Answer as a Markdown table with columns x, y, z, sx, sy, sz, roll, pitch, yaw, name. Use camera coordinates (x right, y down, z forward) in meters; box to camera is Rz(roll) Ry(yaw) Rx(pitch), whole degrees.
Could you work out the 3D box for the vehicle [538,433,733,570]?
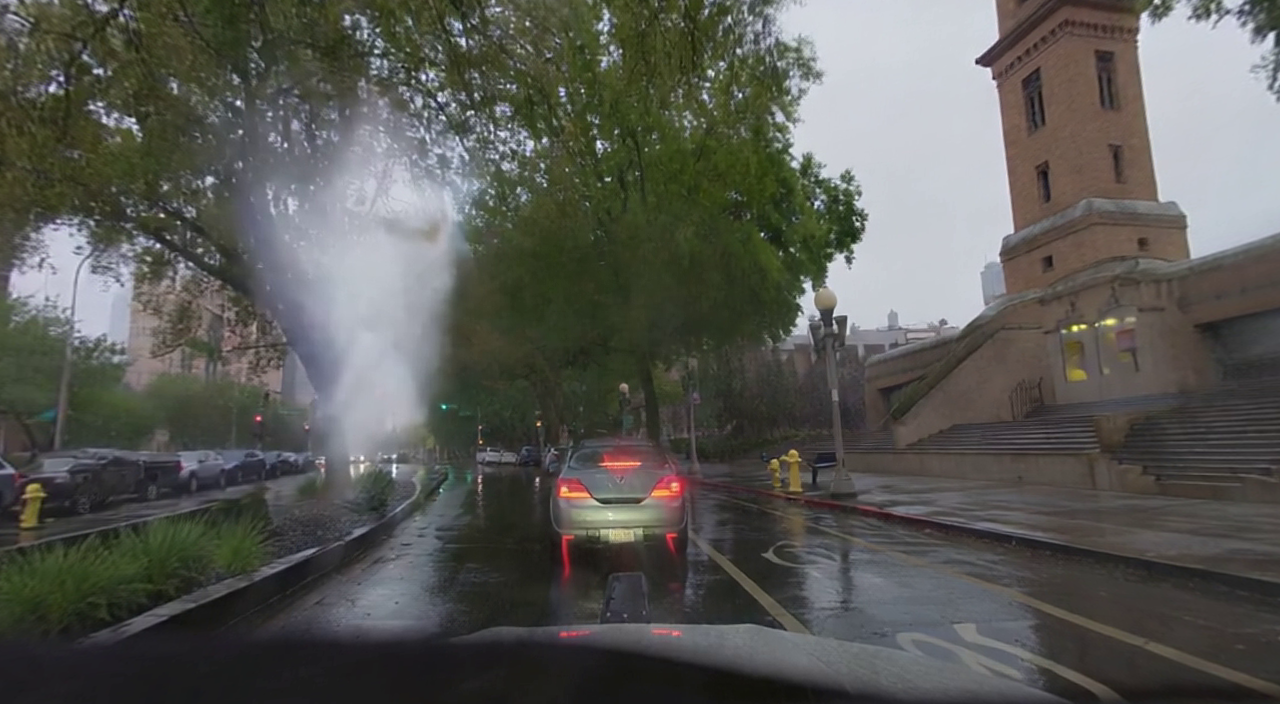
| x | y | z | sx | sy | sz | roll | pitch | yaw | name |
| --- | --- | --- | --- | --- | --- | --- | --- | --- | --- |
| -0.232 | 1.941 | 9.015 | 2.142 | 1.475 | 4.051 | 1 | -8 | -5 | vehicle |
